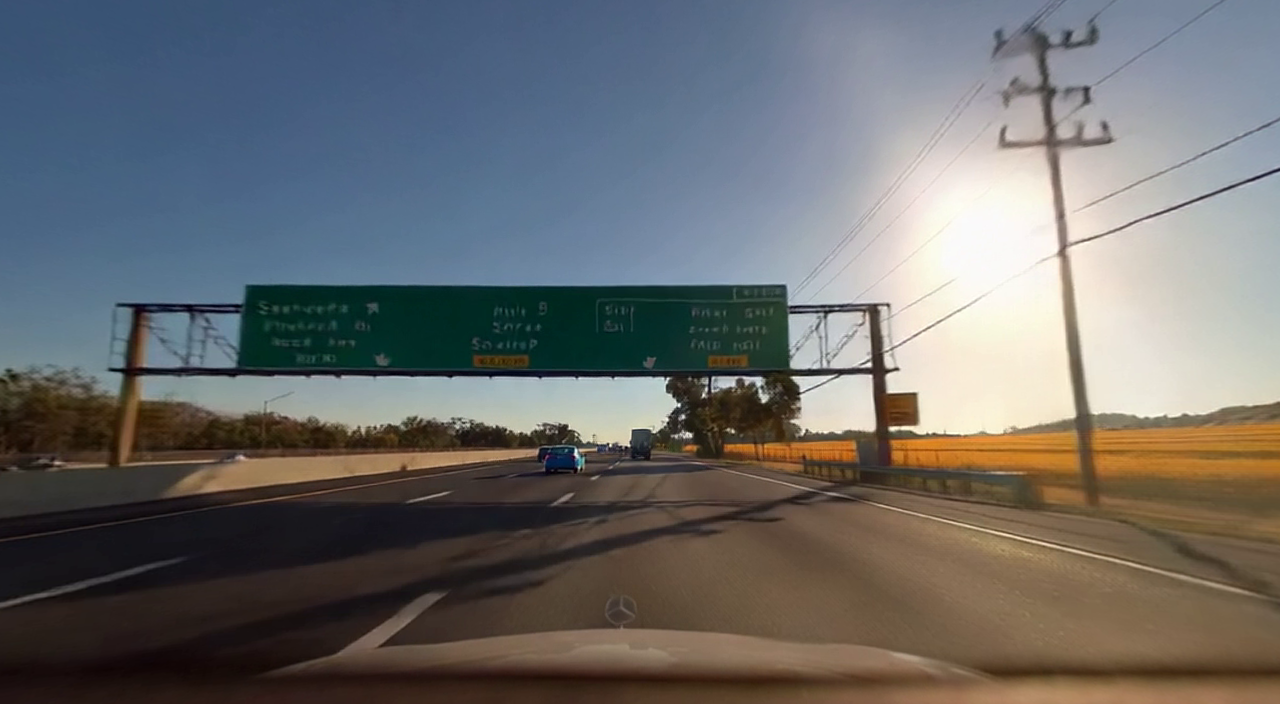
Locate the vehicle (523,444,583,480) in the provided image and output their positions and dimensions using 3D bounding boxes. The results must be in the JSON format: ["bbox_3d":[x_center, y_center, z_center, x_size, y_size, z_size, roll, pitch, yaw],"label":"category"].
[{"bbox_3d":[-3.926,5.054,29.238,2.104,1.501,4.459,0,-9,0],"label":"vehicle"}]
